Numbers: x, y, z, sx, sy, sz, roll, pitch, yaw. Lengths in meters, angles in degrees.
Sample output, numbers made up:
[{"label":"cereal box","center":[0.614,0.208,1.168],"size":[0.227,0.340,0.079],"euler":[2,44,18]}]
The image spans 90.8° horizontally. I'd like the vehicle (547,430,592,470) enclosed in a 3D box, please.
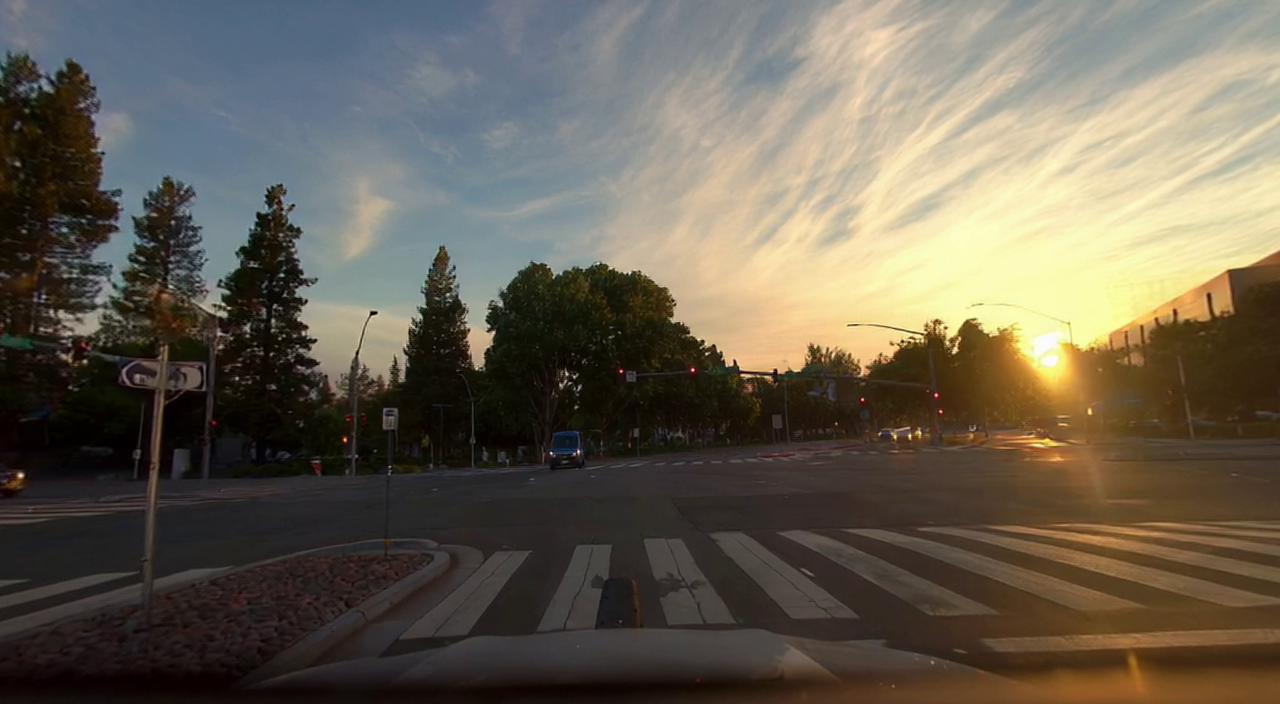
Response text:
[{"label":"vehicle","center":[-4.525,6.373,41.280],"size":[2.465,2.404,5.791],"euler":[0,-8,-2]}]
